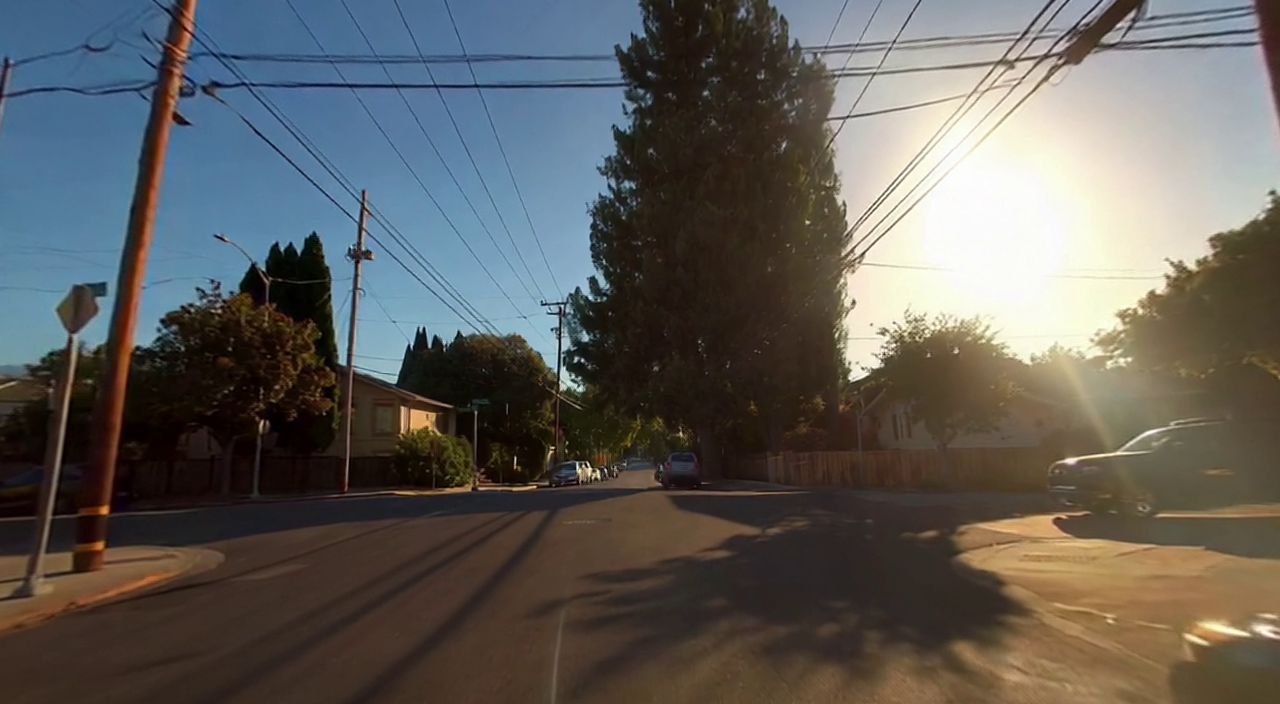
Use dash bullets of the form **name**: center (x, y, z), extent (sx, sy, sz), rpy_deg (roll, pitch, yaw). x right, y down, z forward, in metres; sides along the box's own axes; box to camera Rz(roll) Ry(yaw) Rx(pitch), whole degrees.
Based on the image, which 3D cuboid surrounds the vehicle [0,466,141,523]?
- **vehicle**: center (-19.210, 4.639, 20.704), extent (3.977, 1.665, 1.976), rpy_deg (0, -9, 0)

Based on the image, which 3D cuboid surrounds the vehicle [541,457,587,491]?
- **vehicle**: center (-4.338, 7.080, 36.919), extent (2.189, 1.771, 4.571), rpy_deg (0, -9, -1)

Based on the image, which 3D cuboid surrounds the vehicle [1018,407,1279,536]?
- **vehicle**: center (9.656, 2.002, 10.903), extent (4.677, 1.949, 2.334), rpy_deg (-1, -9, 3)

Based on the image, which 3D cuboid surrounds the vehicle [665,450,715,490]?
- **vehicle**: center (2.561, 6.153, 33.371), extent (2.051, 1.874, 4.459), rpy_deg (0, -9, -3)
